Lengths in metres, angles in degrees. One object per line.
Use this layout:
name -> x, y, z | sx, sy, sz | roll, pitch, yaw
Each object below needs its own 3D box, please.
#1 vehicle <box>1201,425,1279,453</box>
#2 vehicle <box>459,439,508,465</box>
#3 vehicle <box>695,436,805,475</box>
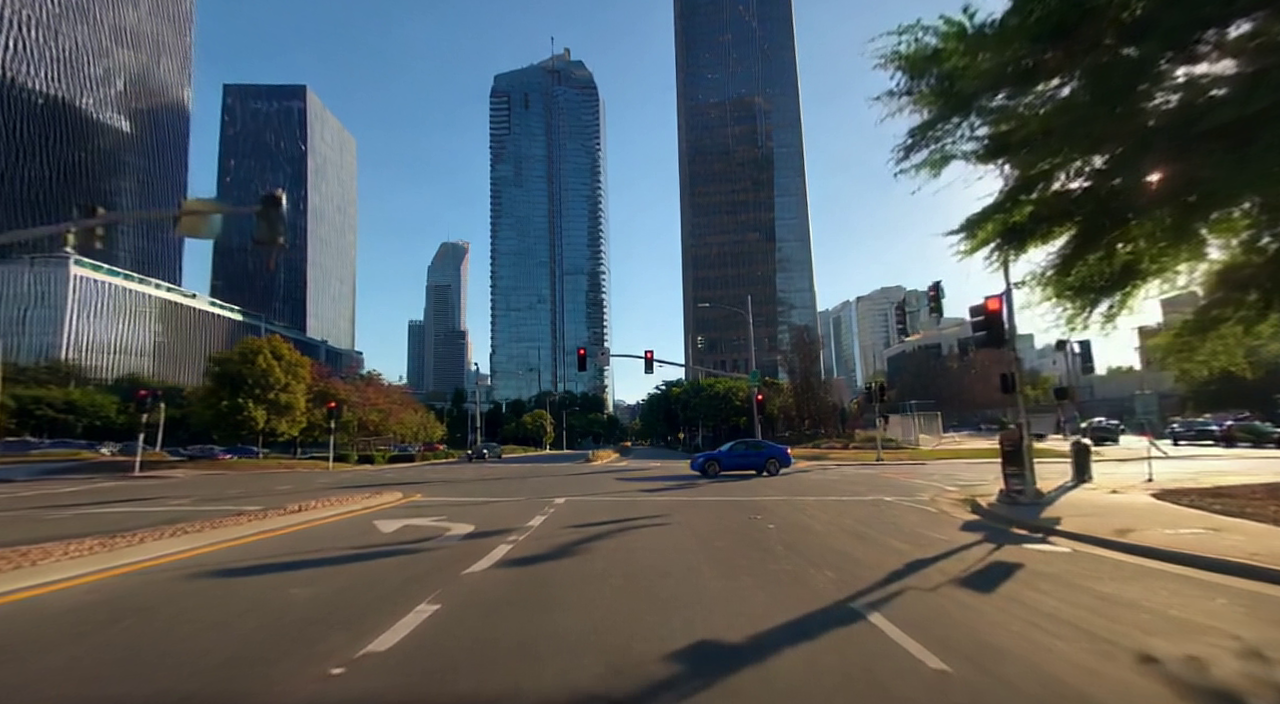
vehicle -> 40.493, 5.756, 41.468 | 4.625, 1.741, 2.395 | 0, -9, 3
vehicle -> -11.449, 7.370, 46.403 | 2.069, 1.771, 4.947 | 0, -9, 3
vehicle -> 4.660, 4.461, 27.137 | 4.218, 1.572, 2.065 | 1, -9, -8
